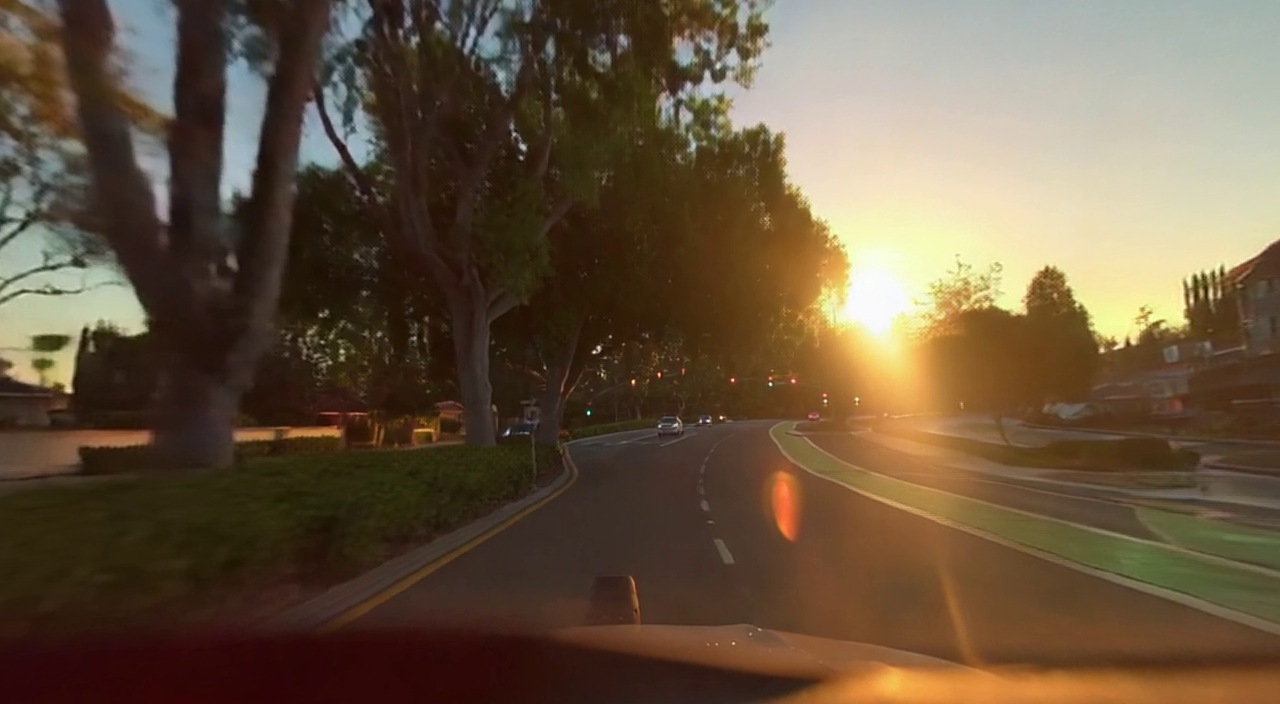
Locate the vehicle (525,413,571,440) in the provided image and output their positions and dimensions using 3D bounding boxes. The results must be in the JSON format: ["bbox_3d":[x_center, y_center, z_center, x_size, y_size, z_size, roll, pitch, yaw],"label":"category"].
[{"bbox_3d":[-6.828,5.632,47.483,2.182,1.843,4.604,-1,-9,8],"label":"vehicle"}]
